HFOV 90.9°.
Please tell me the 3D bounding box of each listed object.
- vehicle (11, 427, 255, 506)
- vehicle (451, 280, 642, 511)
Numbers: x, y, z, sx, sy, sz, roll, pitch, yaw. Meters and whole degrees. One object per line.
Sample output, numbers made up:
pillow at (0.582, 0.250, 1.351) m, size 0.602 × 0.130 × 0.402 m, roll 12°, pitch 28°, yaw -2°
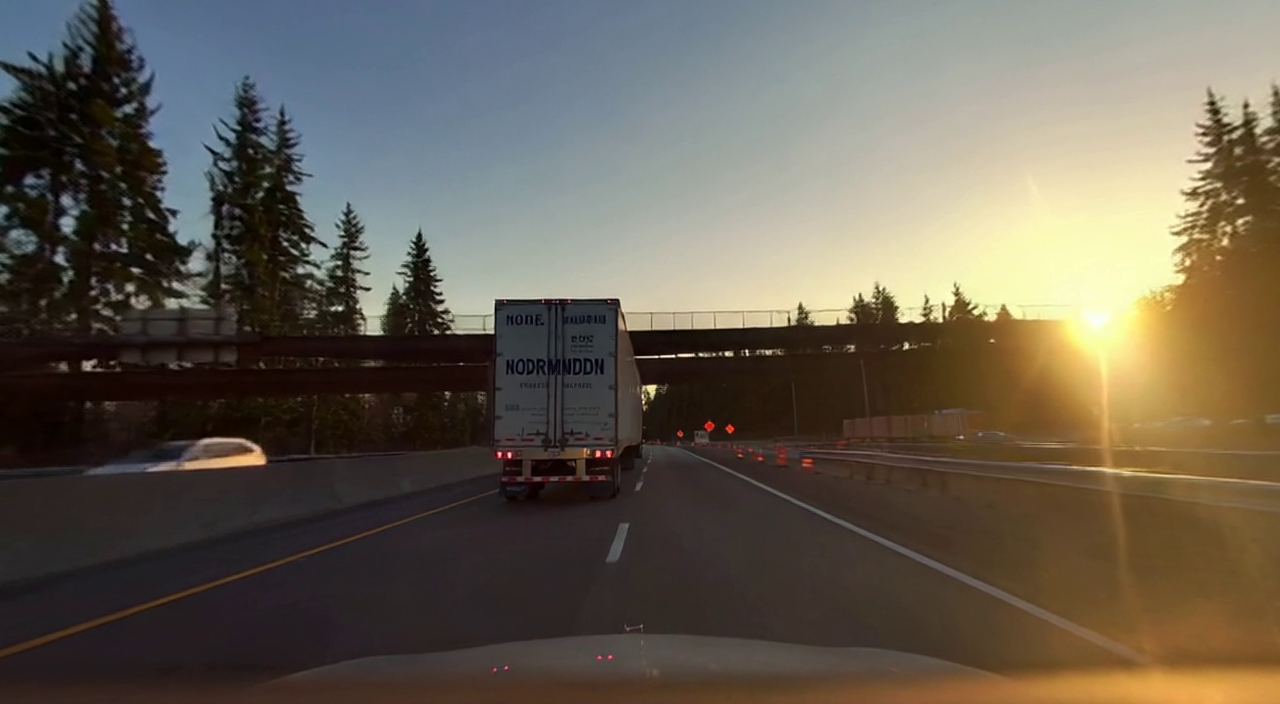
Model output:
vehicle at (-12.385, 2.815, 15.980) m, size 2.199 × 1.693 × 4.664 m, roll 0°, pitch -8°, yaw 2°
vehicle at (-1.596, 1.902, 19.209) m, size 2.873 × 4.060 × 16.327 m, roll 0°, pitch -8°, yaw 2°
